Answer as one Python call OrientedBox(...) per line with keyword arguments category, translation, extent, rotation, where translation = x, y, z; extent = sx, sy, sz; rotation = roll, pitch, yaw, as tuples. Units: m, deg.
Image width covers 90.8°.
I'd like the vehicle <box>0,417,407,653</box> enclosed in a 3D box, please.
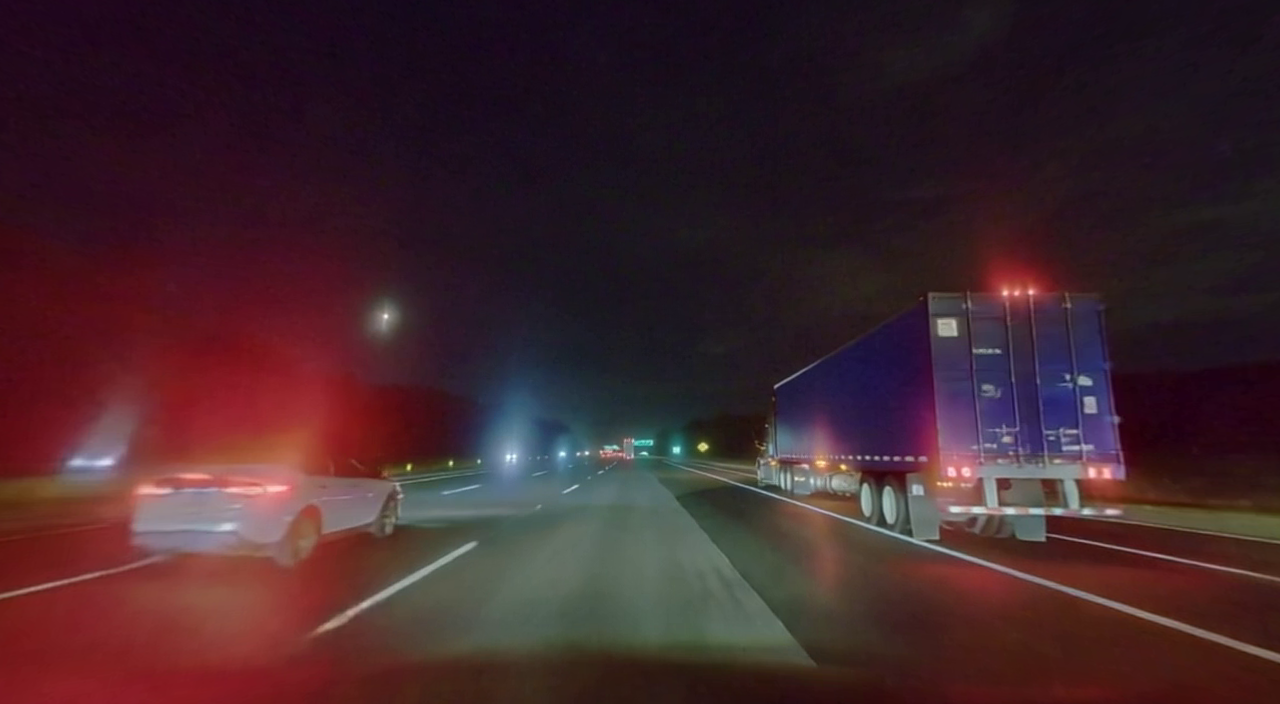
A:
OrientedBox(category="vehicle", translation=(-4.532, 1.616, 6.834), extent=(2.108, 1.573, 5.000), rotation=(0, -8, 0))
